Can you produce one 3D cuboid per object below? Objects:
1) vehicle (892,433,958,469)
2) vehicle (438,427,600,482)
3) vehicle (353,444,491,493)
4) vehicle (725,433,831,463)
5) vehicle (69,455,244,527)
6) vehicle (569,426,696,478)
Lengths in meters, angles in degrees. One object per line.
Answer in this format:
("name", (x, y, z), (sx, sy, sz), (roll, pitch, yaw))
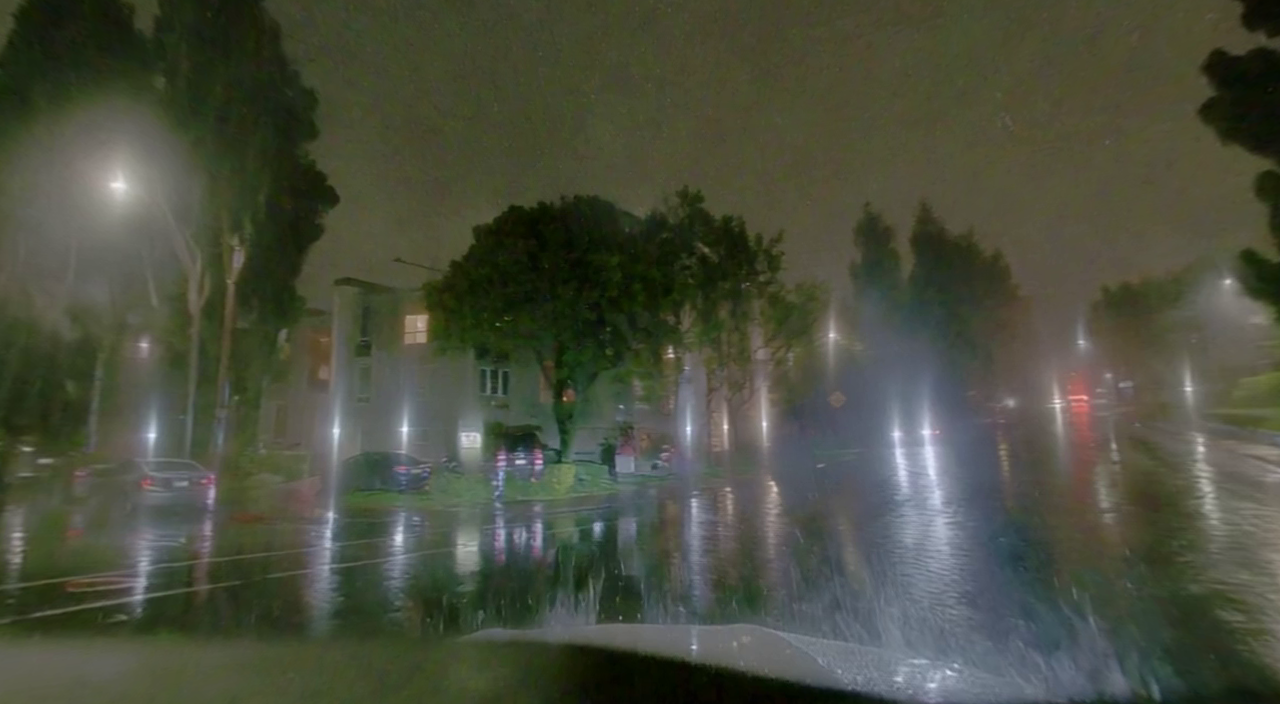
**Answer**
("vehicle", (12.953, 4.454, 28.439), (2.009, 1.454, 4.076), (-6, -10, 33))
("vehicle", (-3.763, 3.341, 20.732), (2.104, 1.533, 5.312), (-6, -10, 33))
("vehicle", (-7.123, 3.793, 20.910), (2.061, 1.417, 3.821), (-5, -10, 31))
("vehicle", (7.188, 5.041, 33.112), (5.079, 1.480, 1.802), (-6, -10, 34))
("vehicle", (-11.831, 3.249, 15.314), (4.744, 1.410, 1.977), (-6, -10, 36))
("vehicle", (-0.127, 3.374, 21.334), (1.918, 1.549, 4.413), (-7, -11, 38))
